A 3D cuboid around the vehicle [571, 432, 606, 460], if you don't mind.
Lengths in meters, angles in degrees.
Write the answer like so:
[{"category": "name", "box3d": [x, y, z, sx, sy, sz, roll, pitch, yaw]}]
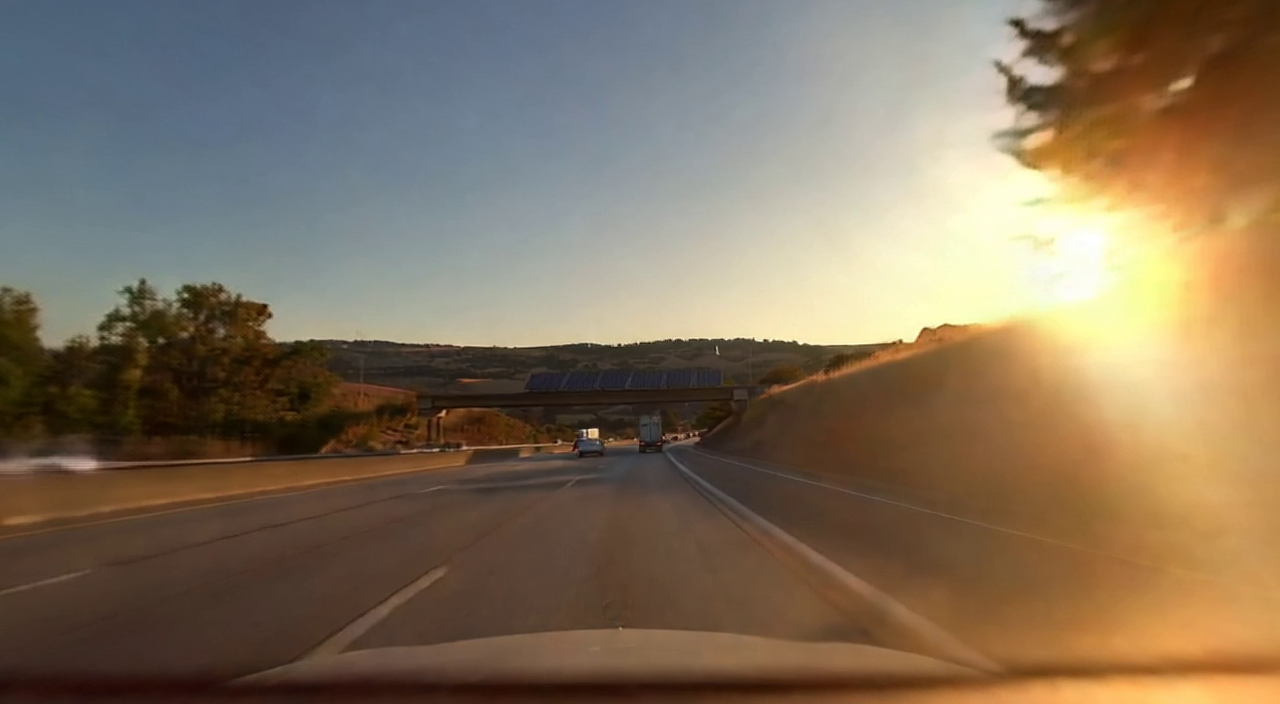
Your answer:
[{"category": "vehicle", "box3d": [-3.730, 6.966, 46.557, 2.130, 1.935, 4.817, -1, -8, 1]}]
